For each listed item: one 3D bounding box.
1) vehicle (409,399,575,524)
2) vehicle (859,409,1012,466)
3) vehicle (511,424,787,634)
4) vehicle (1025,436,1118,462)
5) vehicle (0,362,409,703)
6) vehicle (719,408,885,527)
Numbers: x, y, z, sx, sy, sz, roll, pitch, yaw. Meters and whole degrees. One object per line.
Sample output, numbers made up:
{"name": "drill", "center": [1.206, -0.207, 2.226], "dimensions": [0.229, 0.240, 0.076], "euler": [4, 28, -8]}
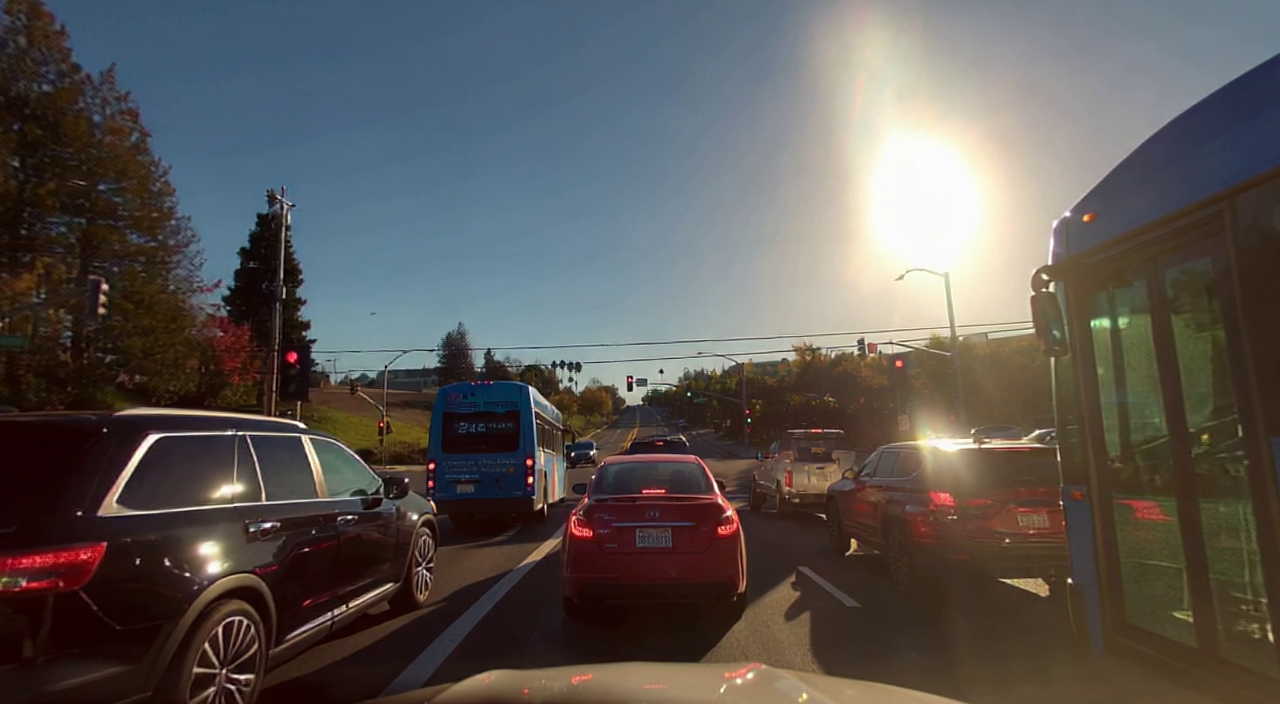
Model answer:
{"name": "vehicle", "center": [-2.929, 2.354, 13.987], "dimensions": [2.335, 2.221, 5.165], "euler": [0, -8, 1]}
{"name": "vehicle", "center": [17.584, 5.138, 37.926], "dimensions": [7.839, 3.213, 2.628], "euler": [0, -8, -3]}
{"name": "vehicle", "center": [0.061, 1.548, 6.427], "dimensions": [1.976, 1.485, 3.624], "euler": [0, -8, 0]}
{"name": "vehicle", "center": [25.878, 5.819, 37.988], "dimensions": [4.229, 1.489, 1.794], "euler": [0, -9, -1]}
{"name": "vehicle", "center": [-3.411, 1.181, 4.627], "dimensions": [1.921, 1.701, 3.989], "euler": [0, -8, 0]}
{"name": "vehicle", "center": [3.142, 2.398, 13.666], "dimensions": [2.143, 2.036, 5.367], "euler": [0, -8, 0]}
